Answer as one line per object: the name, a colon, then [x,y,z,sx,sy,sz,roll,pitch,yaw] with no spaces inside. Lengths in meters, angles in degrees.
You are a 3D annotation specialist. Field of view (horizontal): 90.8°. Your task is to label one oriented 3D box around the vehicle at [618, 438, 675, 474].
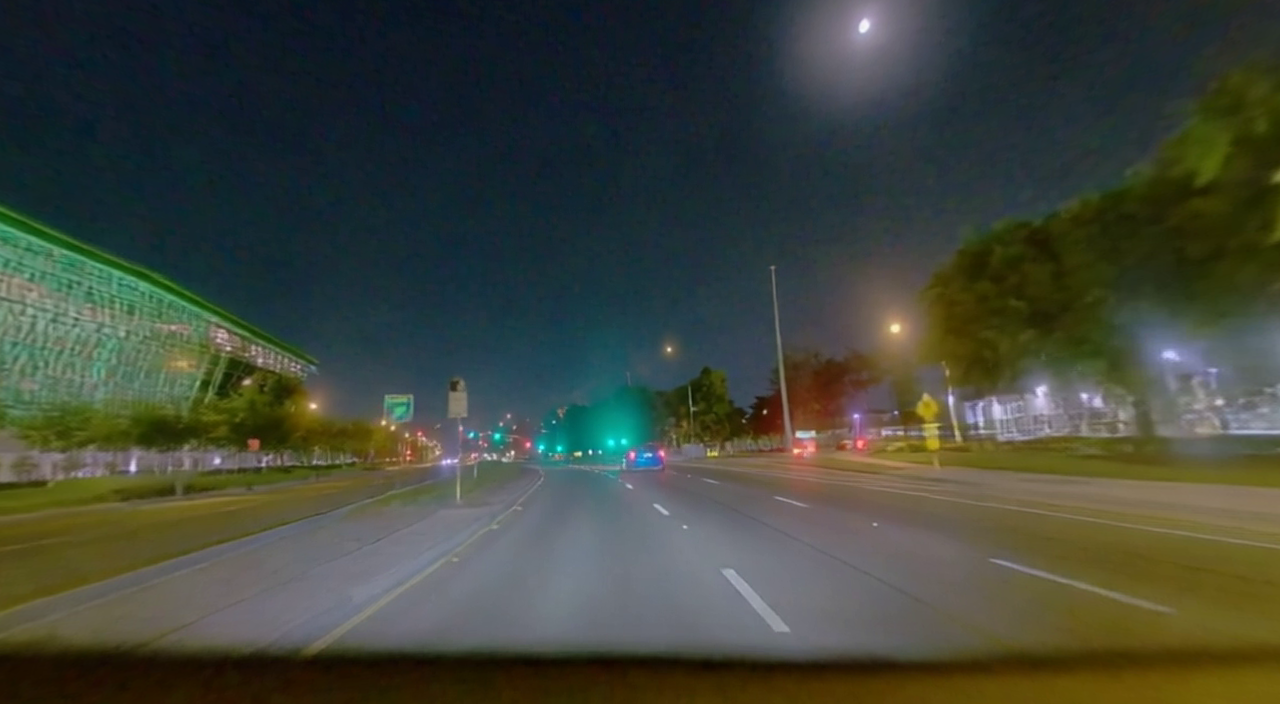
vehicle: [0.246,5.296,32.434,2.165,1.633,4.381,0,-8,-10]
